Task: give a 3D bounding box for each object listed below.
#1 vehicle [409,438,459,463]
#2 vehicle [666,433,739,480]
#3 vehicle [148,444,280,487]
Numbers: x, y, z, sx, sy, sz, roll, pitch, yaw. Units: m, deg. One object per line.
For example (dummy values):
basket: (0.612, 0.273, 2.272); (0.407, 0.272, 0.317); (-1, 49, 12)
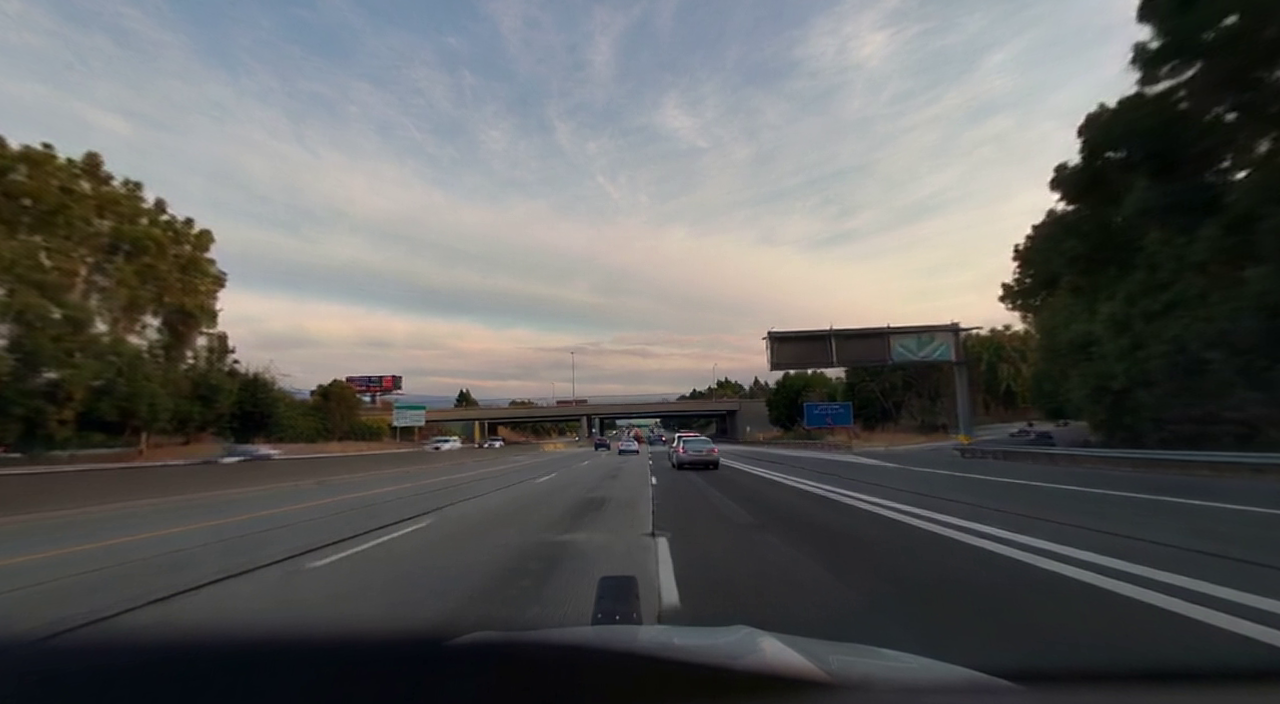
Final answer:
vehicle: (-13.582, 6.497, 41.830); (1.861, 1.490, 4.157); (0, -8, 1)
vehicle: (2.330, 4.041, 24.897); (2.240, 1.646, 4.949); (1, -8, -1)
vehicle: (-16.753, 4.444, 25.104); (1.986, 1.496, 4.593); (0, -8, 1)
